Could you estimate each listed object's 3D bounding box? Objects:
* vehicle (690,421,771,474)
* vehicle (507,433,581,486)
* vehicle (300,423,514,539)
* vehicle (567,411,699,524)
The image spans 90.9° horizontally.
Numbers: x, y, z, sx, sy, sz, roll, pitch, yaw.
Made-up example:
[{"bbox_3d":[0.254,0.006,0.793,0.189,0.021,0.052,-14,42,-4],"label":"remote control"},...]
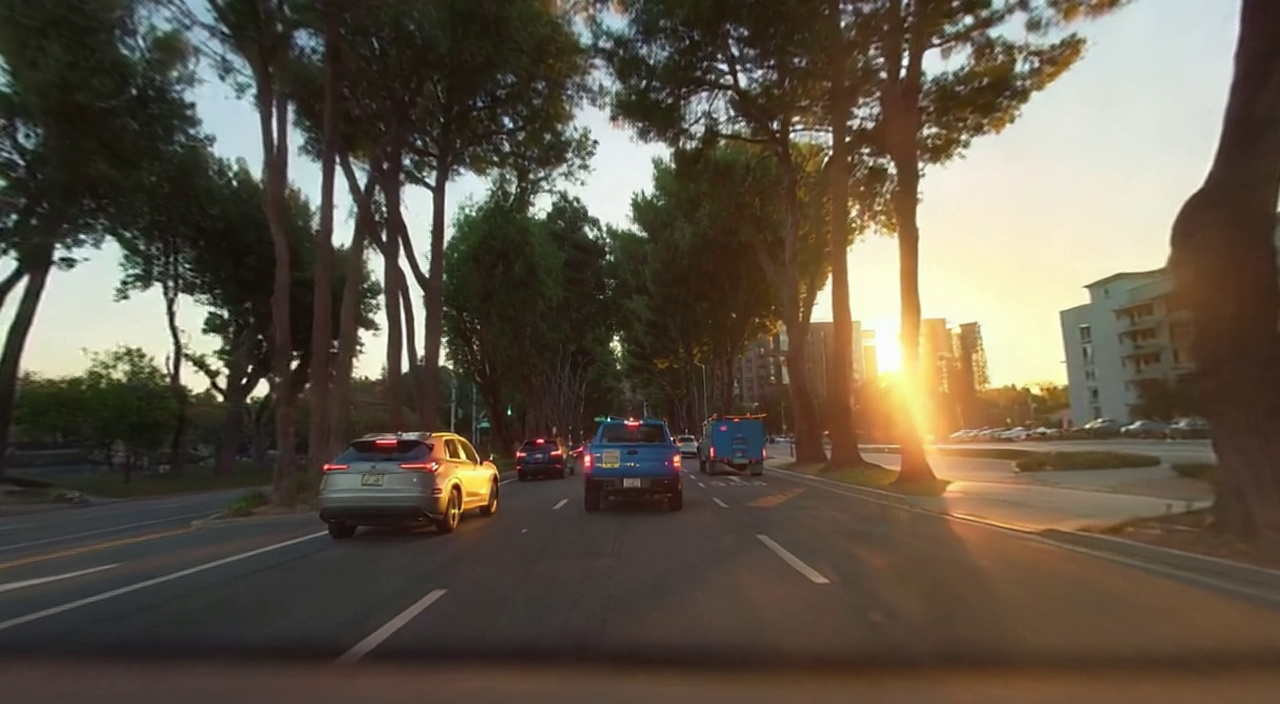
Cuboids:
[{"bbox_3d":[3.750,4.175,27.576,2.655,2.054,6.098,0,-8,0],"label":"vehicle"},{"bbox_3d":[-3.230,3.700,21.946,1.894,1.642,3.861,0,-8,1],"label":"vehicle"},{"bbox_3d":[-3.747,2.160,11.224,1.959,1.614,4.676,0,-8,1],"label":"vehicle"},{"bbox_3d":[-0.088,2.127,12.019,2.075,1.770,4.018,0,-8,1],"label":"vehicle"}]
